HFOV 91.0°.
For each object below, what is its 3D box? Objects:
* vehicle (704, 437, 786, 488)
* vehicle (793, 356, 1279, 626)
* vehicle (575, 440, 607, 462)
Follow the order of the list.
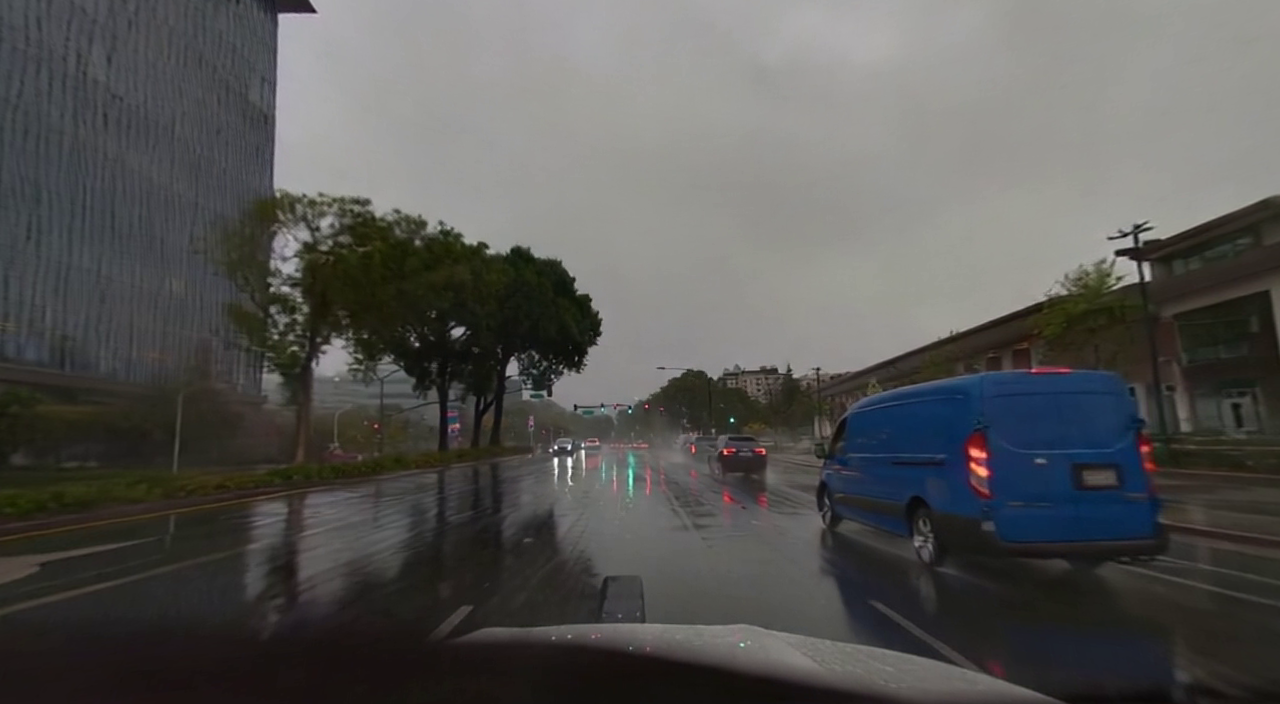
[{"bbox_3d":[3.304,3.554,20.594,1.867,1.493,4.190,0,-8,-2],"label":"vehicle"},{"bbox_3d":[3.528,1.359,7.134,2.200,1.914,5.145,0,-8,-1],"label":"vehicle"},{"bbox_3d":[-3.475,7.123,45.496,1.864,1.464,4.195,0,-8,1],"label":"vehicle"}]
